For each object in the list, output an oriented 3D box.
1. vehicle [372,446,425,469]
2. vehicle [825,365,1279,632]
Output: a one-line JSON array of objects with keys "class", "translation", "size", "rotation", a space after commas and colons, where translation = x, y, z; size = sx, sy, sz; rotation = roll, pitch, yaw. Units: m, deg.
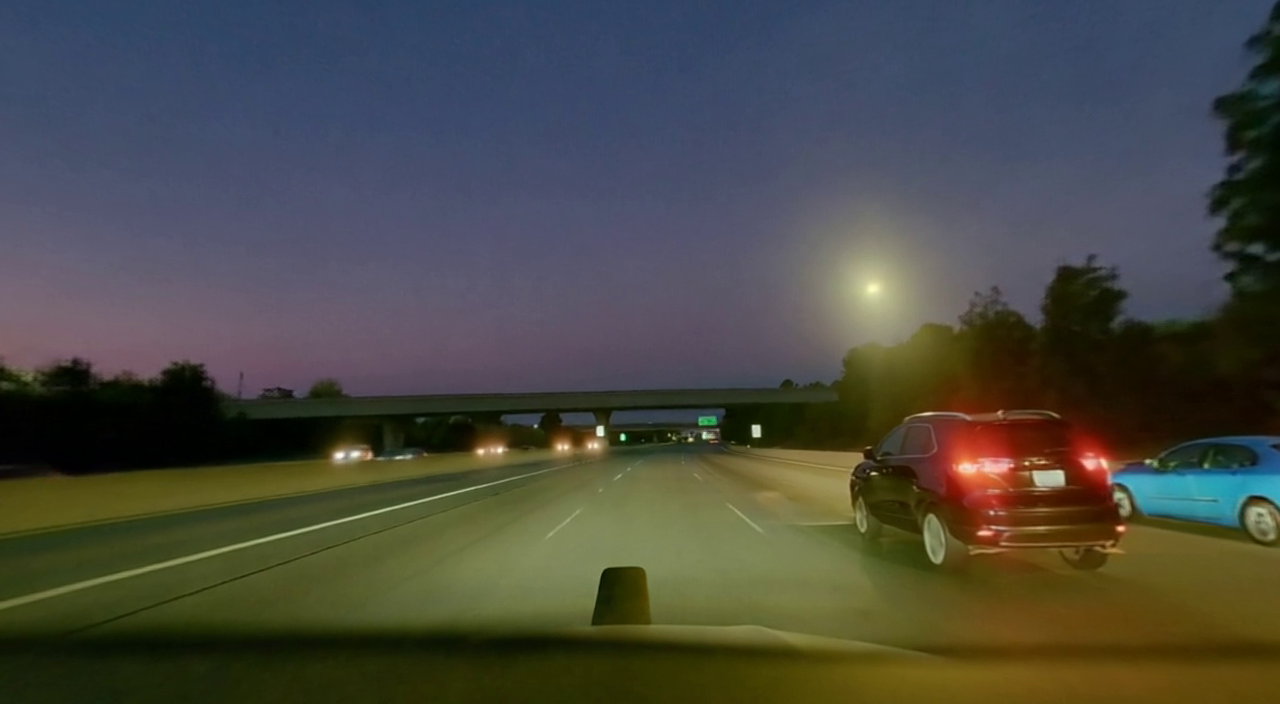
[{"class": "vehicle", "translation": [-16.569, 7.243, 43.435], "size": [1.806, 1.484, 4.367], "rotation": [-1, -8, 2]}, {"class": "vehicle", "translation": [3.591, 1.281, 6.459], "size": [2.019, 1.732, 4.579], "rotation": [0, -8, 1]}]
